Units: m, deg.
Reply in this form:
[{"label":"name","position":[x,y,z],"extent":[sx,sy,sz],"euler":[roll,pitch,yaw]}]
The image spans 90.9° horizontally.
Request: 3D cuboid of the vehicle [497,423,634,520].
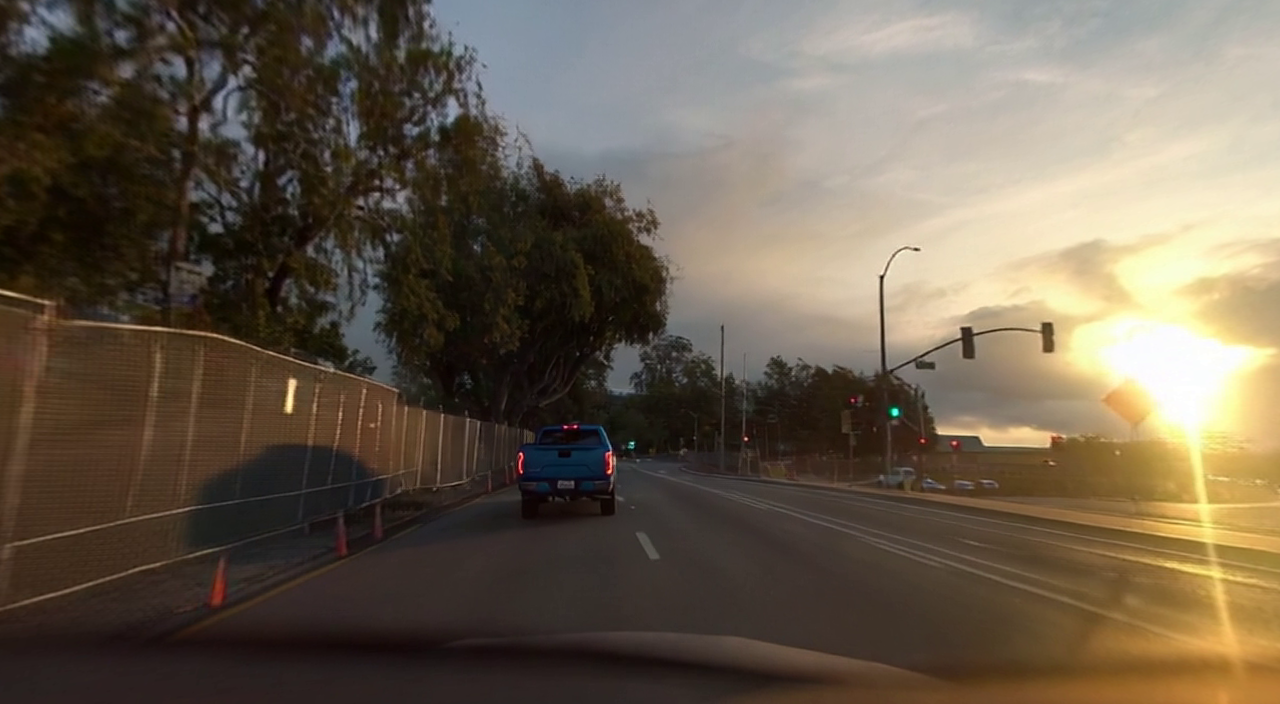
[{"label":"vehicle","position":[-1.396,2.521,13.939],"extent":[2.436,1.698,5.322],"euler":[0,-8,-2]}]
